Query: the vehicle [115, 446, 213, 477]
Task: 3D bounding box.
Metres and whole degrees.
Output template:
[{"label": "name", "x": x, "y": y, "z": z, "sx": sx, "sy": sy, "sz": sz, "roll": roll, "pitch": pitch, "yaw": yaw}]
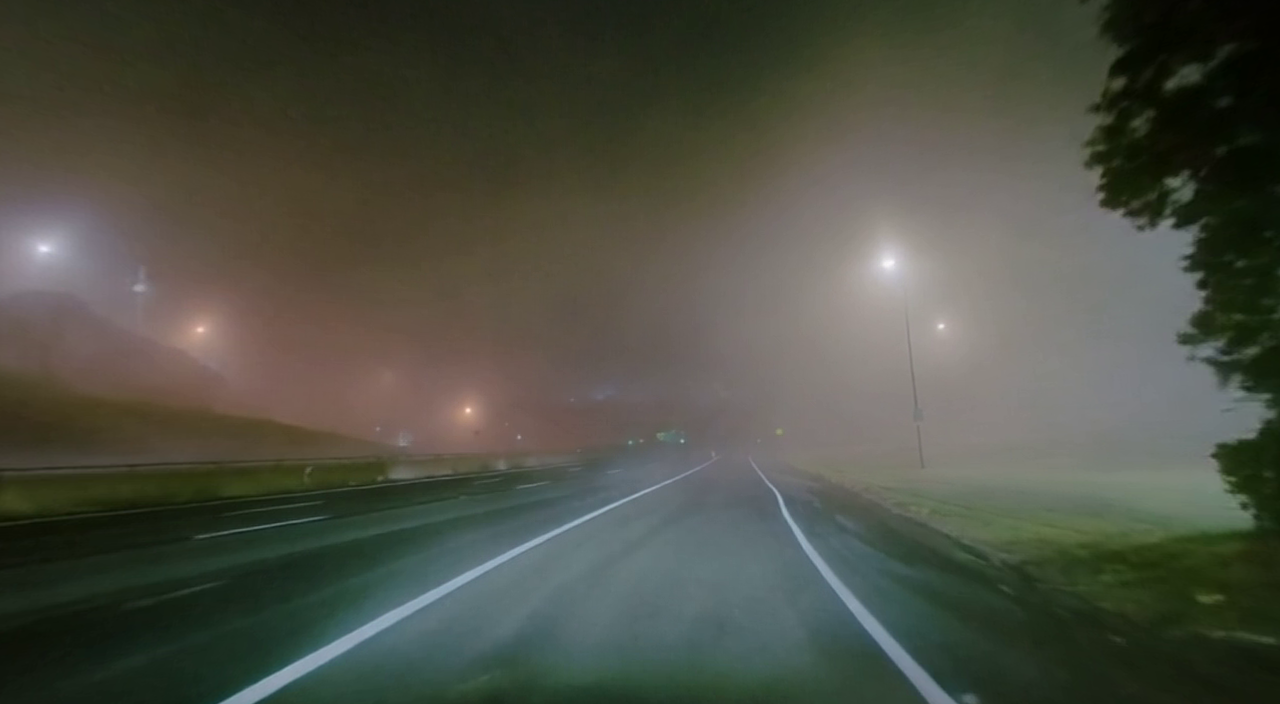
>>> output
[{"label": "vehicle", "x": -22.654, "y": 5.202, "z": 30.160, "sx": 1.648, "sy": 1.394, "sz": 3.439, "roll": -2, "pitch": -9, "yaw": 11}]
